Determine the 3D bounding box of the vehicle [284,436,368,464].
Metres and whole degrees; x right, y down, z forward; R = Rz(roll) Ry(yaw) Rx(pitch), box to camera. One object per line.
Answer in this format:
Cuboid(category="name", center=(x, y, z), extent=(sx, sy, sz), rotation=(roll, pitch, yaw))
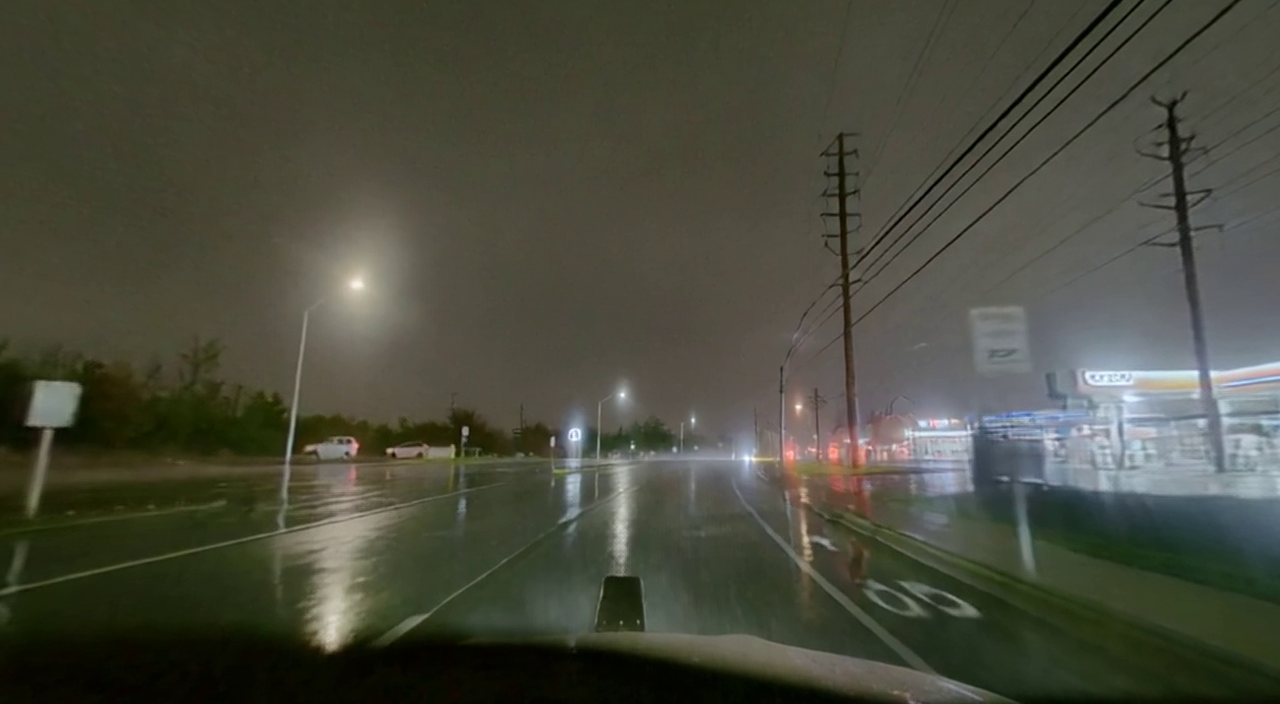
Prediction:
Cuboid(category="vehicle", center=(-21.782, 6.766, 43.678), extent=(5.426, 1.822, 2.014), rotation=(-3, -9, 21))
